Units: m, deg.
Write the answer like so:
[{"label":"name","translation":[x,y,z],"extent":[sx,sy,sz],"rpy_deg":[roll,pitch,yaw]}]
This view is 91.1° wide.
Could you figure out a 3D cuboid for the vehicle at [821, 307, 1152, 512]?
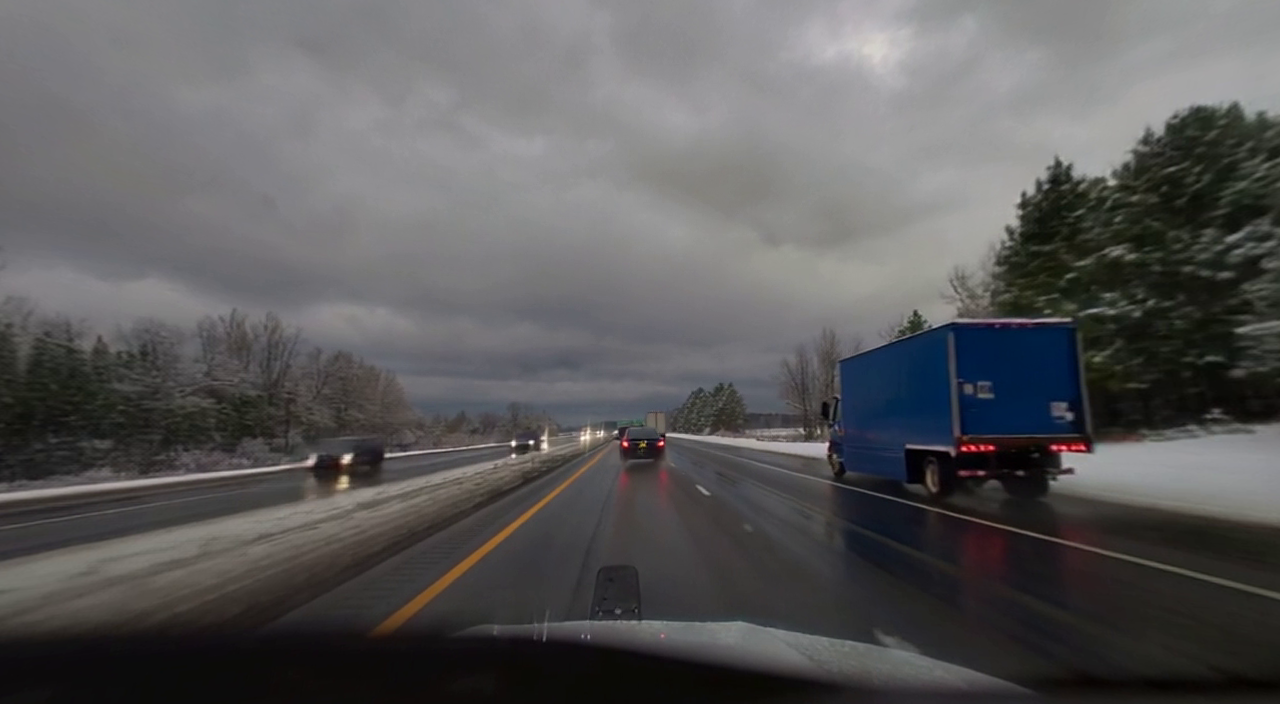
[{"label":"vehicle","translation":[7.391,1.582,15.638],"extent":[3.010,3.638,8.978],"rpy_deg":[0,-8,0]}]

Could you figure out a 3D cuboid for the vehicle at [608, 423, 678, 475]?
[{"label":"vehicle","translation":[0.064,3.362,22.012],"extent":[2.216,1.623,4.220],"rpy_deg":[0,-8,-1]}]

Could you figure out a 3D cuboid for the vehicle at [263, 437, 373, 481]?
[{"label":"vehicle","translation":[-12.305,4.081,24.416],"extent":[1.916,1.522,4.426],"rpy_deg":[0,-8,0]}]

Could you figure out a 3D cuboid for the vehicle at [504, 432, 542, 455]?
[{"label":"vehicle","translation":[-8.000,6.304,43.329],"extent":[1.869,1.521,4.034],"rpy_deg":[0,-8,0]}]
